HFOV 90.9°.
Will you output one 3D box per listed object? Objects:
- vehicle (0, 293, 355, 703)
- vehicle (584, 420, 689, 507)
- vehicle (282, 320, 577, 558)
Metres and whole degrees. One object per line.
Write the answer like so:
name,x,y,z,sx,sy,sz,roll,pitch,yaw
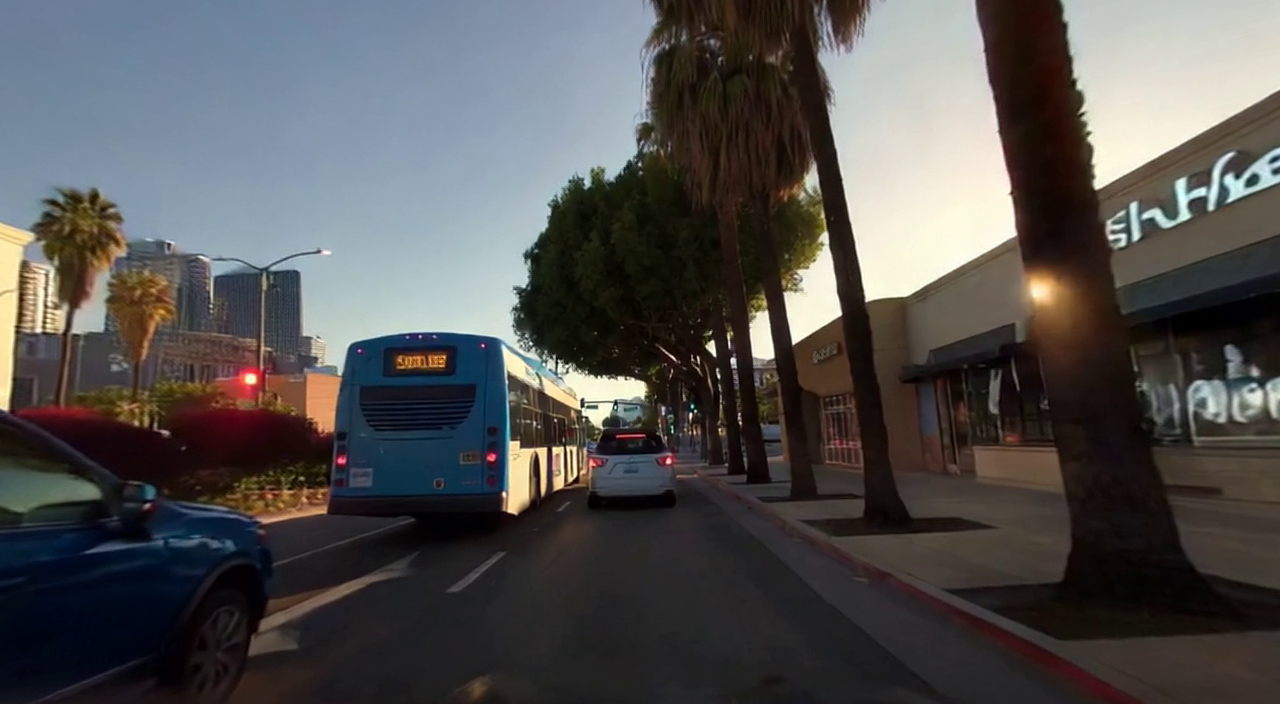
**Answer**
vehicle,-3.064,0.739,2.039,2.124,1.799,4.587,0,-8,0
vehicle,-0.070,2.534,14.682,2.120,1.727,3.917,0,-8,0
vehicle,-3.109,1.695,12.334,2.775,3.064,8.297,0,-8,1
